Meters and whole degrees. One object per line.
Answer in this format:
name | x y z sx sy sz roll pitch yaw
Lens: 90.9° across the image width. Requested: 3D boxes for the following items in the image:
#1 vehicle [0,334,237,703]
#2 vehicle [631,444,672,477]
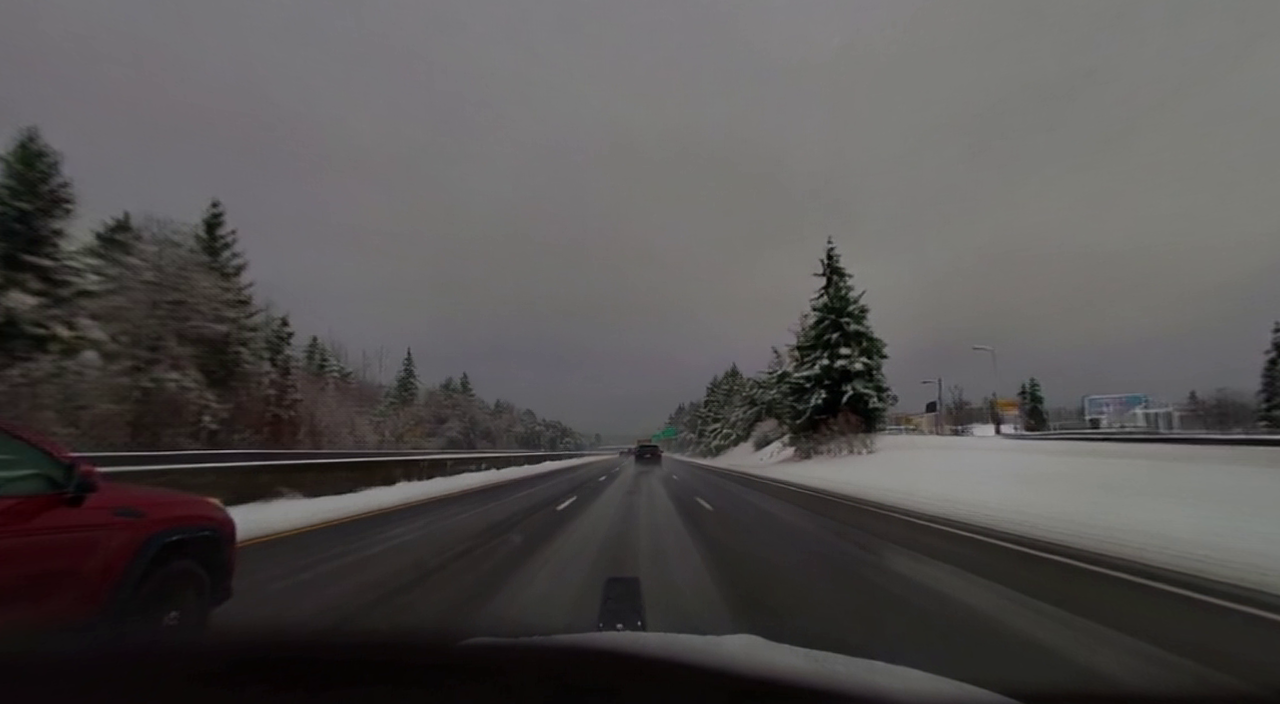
vehicle | -3.894 0.714 1.984 2.139 1.804 4.611 0 -9 0
vehicle | 0.612 6.032 35.173 2.087 1.682 4.388 0 -9 0
